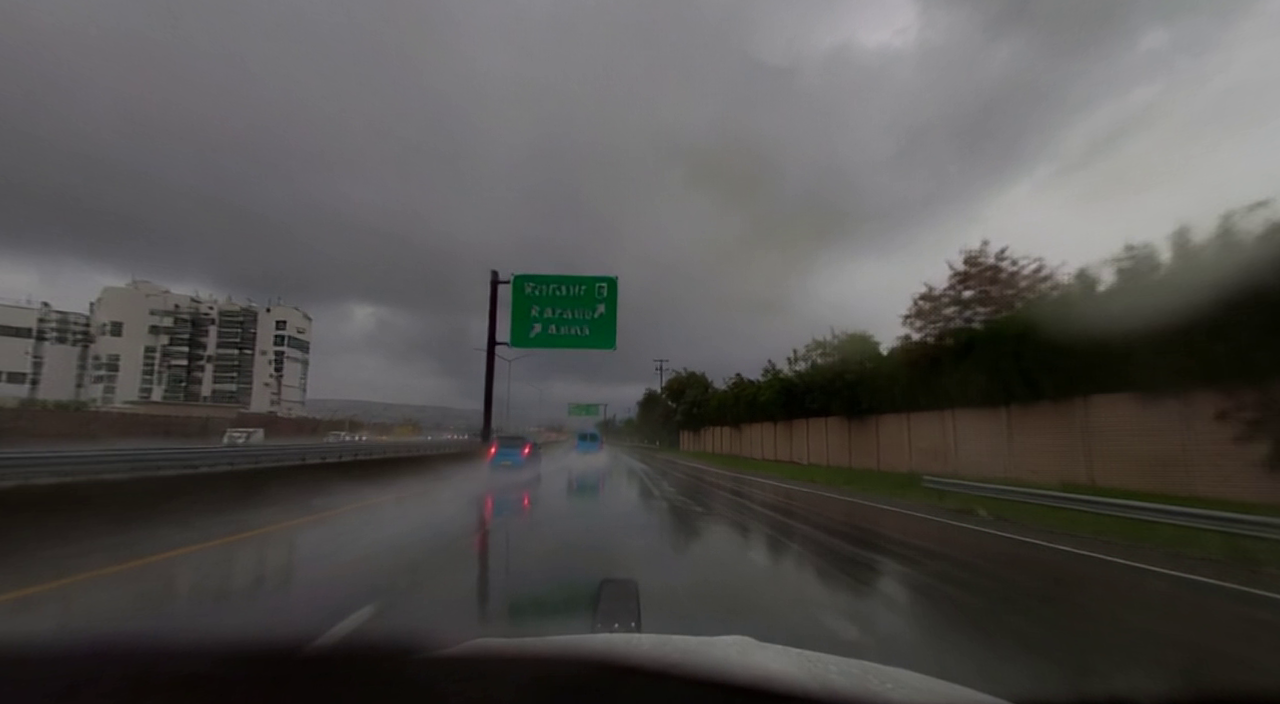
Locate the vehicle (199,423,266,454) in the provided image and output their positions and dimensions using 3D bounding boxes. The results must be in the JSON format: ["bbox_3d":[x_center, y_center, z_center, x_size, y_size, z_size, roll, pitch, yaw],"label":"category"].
[{"bbox_3d":[-31.488,6.672,48.868,2.173,2.174,5.446,4,-8,-9],"label":"vehicle"}]

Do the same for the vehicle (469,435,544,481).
[{"bbox_3d":[-4.893,3.936,23.719,2.045,1.547,4.162,0,-8,-2],"label":"vehicle"}]

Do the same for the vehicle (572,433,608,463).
[{"bbox_3d":[-3.370,6.553,43.236,2.260,1.901,4.665,0,-8,-2],"label":"vehicle"}]
